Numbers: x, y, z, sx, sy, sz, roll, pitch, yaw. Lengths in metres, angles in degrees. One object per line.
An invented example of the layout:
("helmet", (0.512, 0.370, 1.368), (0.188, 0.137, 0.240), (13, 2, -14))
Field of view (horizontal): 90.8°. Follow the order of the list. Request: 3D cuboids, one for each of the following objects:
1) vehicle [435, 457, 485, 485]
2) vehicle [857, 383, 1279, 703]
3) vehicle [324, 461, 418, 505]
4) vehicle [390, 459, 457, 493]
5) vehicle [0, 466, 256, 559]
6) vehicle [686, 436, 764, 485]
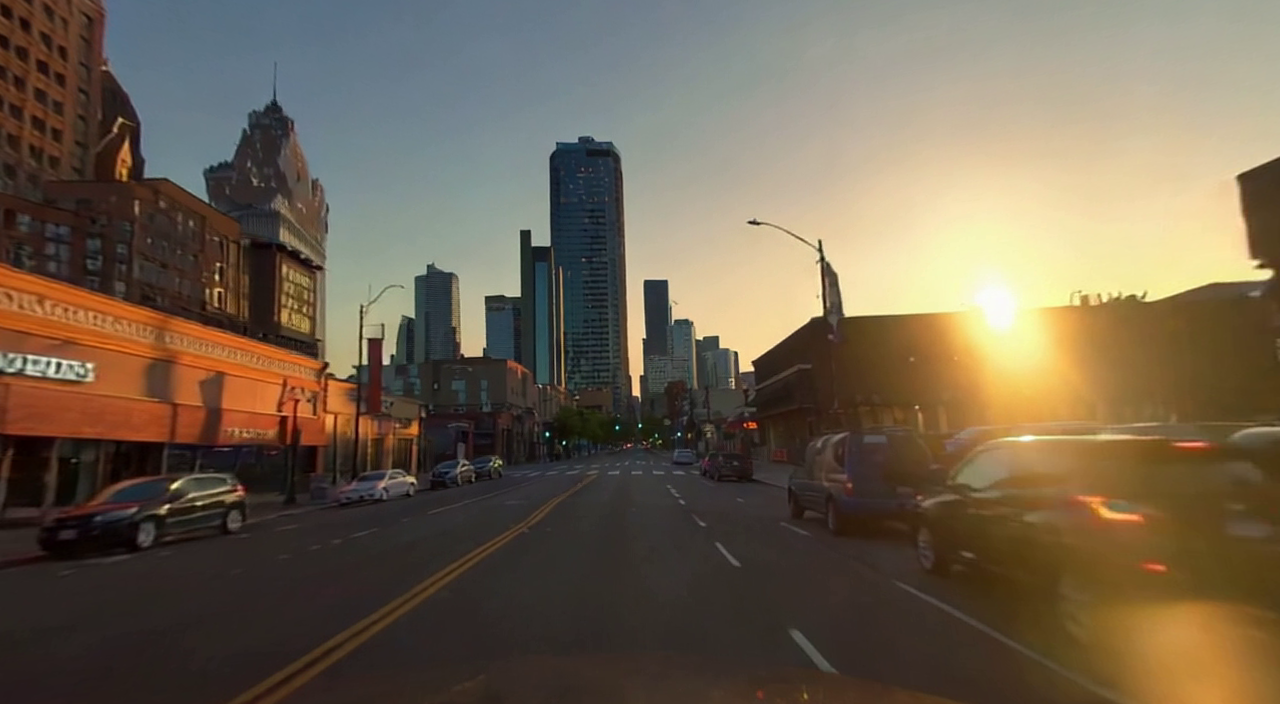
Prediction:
("vehicle", (-10.797, 7.159, 38.174), (1.748, 1.478, 4.413), (0, -8, 0))
("vehicle", (3.854, 1.421, 5.800), (2.118, 1.779, 5.121), (-1, -9, 3))
("vehicle", (-10.863, 5.295, 25.916), (1.861, 1.473, 4.633), (0, -8, -1))
("vehicle", (-10.816, 6.218, 31.914), (1.803, 1.489, 4.404), (-1, -8, 1))
("vehicle", (-10.882, 3.381, 13.990), (2.018, 1.553, 4.407), (0, -8, -1))
("vehicle", (3.598, 4.738, 27.975), (2.492, 1.909, 5.830), (0, -8, -1))
